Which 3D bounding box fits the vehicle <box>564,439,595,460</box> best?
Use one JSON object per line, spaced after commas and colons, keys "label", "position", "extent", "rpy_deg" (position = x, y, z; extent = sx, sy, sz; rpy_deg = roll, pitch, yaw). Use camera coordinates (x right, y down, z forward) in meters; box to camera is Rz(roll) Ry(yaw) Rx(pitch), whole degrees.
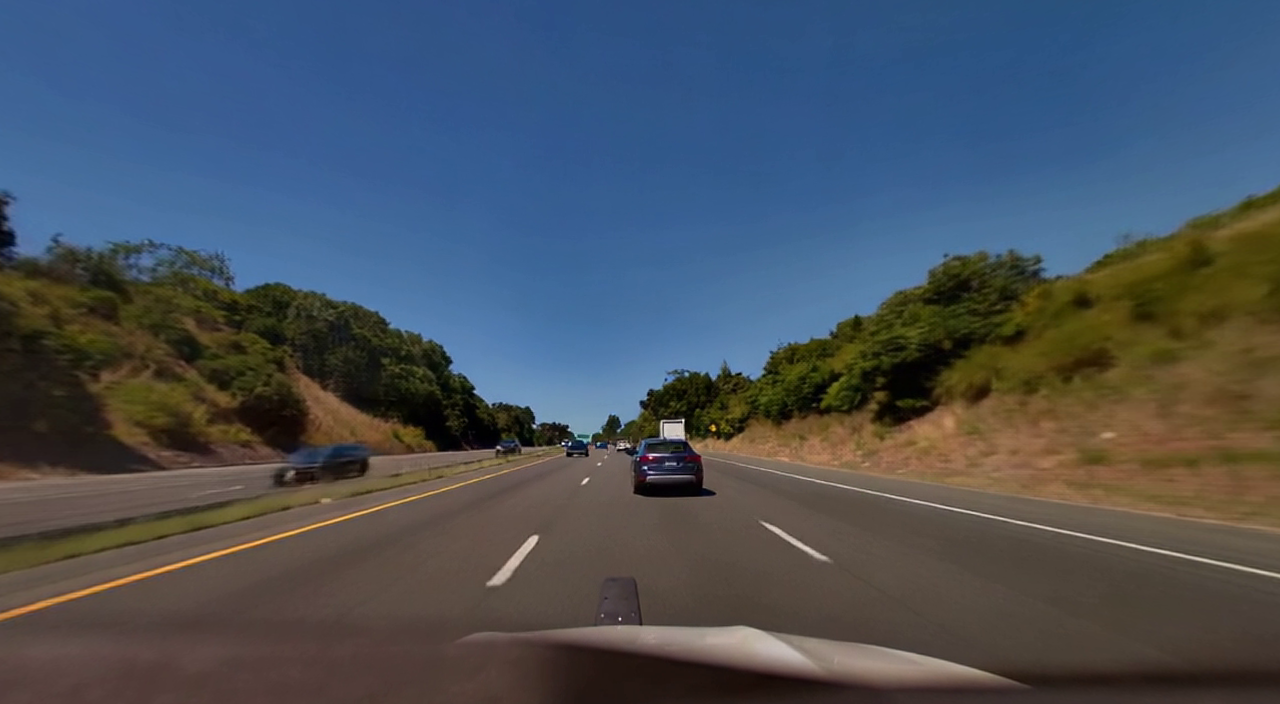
{"label": "vehicle", "position": [-4.523, 7.397, 47.996], "extent": [2.055, 1.466, 4.317], "rpy_deg": [0, -8, -2]}

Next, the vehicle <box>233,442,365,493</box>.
{"label": "vehicle", "position": [-11.412, 3.849, 21.536], "extent": [2.060, 1.505, 4.442], "rpy_deg": [0, -8, -1]}

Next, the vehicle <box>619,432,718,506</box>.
{"label": "vehicle", "position": [0.502, 2.708, 15.306], "extent": [1.961, 1.495, 4.743], "rpy_deg": [0, -8, -3]}
